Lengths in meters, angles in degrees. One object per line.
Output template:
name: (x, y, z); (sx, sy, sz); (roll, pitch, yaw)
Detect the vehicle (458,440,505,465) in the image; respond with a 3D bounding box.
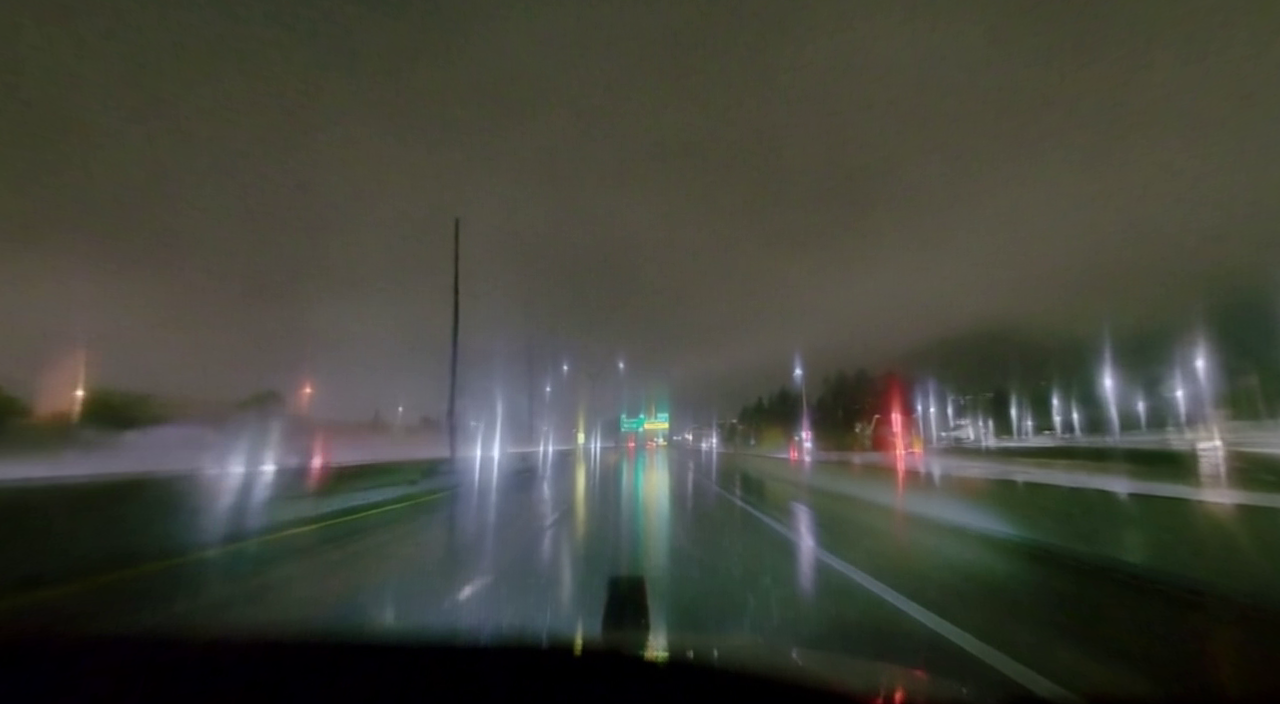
vehicle: (-11.506, 7.298, 46.019); (2.044, 1.690, 5.155); (0, -8, 0)

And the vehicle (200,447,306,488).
vehicle: (-16.024, 4.778, 26.320); (1.825, 1.537, 4.025); (0, -8, 1)
